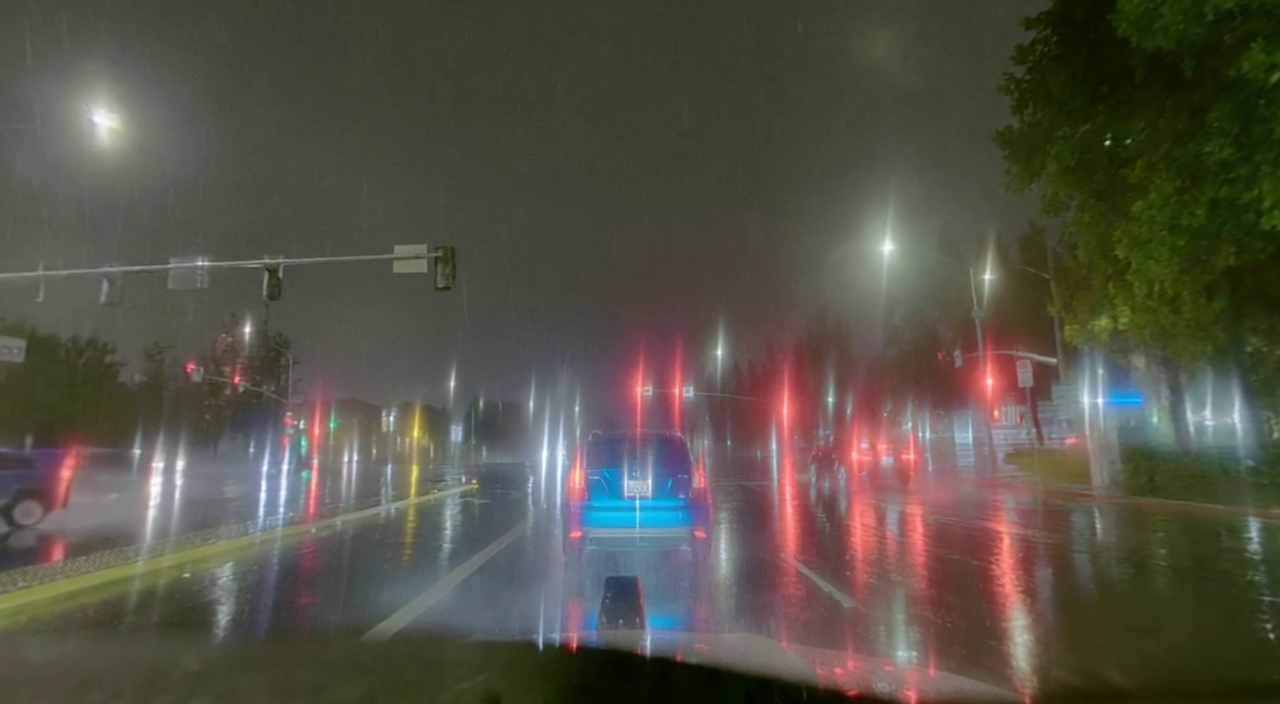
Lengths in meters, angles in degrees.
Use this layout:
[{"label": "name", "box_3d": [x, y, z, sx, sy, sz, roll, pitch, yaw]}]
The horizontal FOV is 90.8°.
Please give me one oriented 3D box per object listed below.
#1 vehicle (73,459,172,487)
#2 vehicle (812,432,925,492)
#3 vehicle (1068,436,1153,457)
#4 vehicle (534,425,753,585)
[{"label": "vehicle", "box_3d": [-32.399, 7.551, 39.637, 4.401, 1.625, 1.863, 0, -8, -4]}, {"label": "vehicle", "box_3d": [7.054, 3.440, 20.068, 2.039, 1.692, 4.319, 0, -8, 1]}, {"label": "vehicle", "box_3d": [33.087, 6.637, 44.445, 4.563, 1.454, 2.056, 1, -9, -8]}, {"label": "vehicle", "box_3d": [-0.024, 1.764, 8.151, 2.070, 1.488, 4.206, 0, -8, -2]}]
